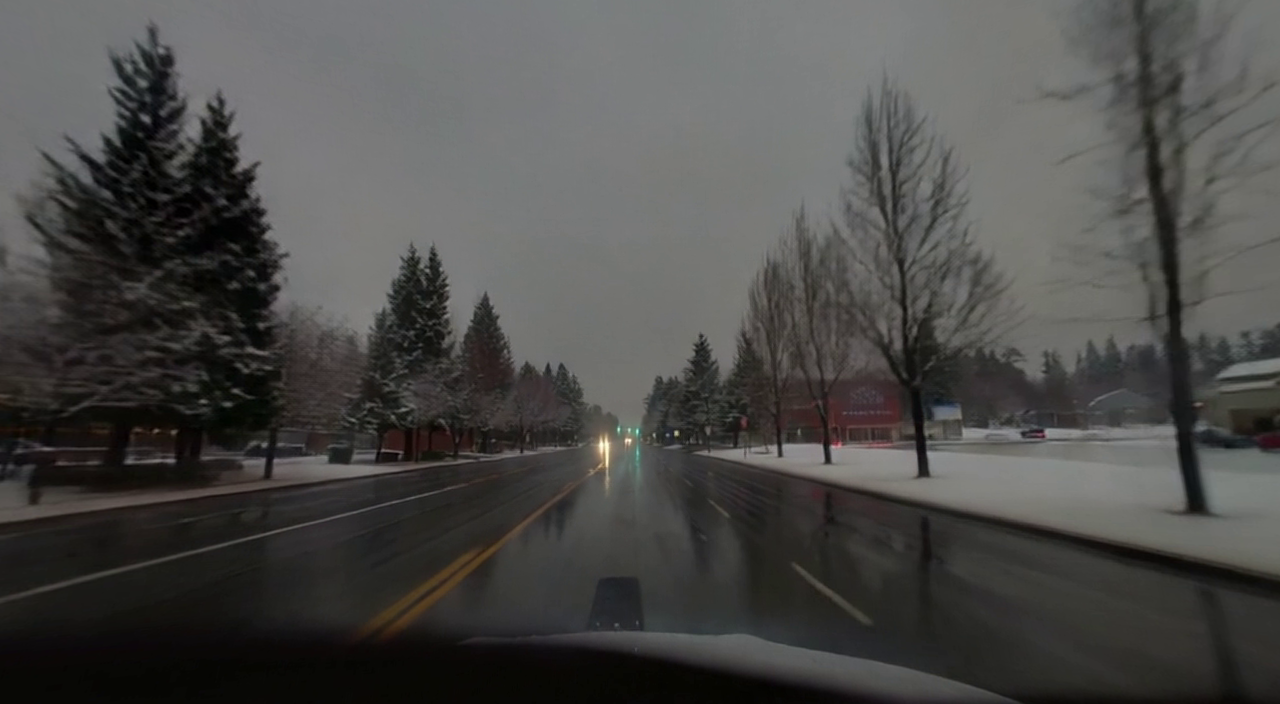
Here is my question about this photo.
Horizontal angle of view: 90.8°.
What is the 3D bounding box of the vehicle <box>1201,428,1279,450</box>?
[{"bbox_3d":[44.679,6.411,46.874,1.826,1.461,4.516,-2,-7,-1],"label":"vehicle"}]
